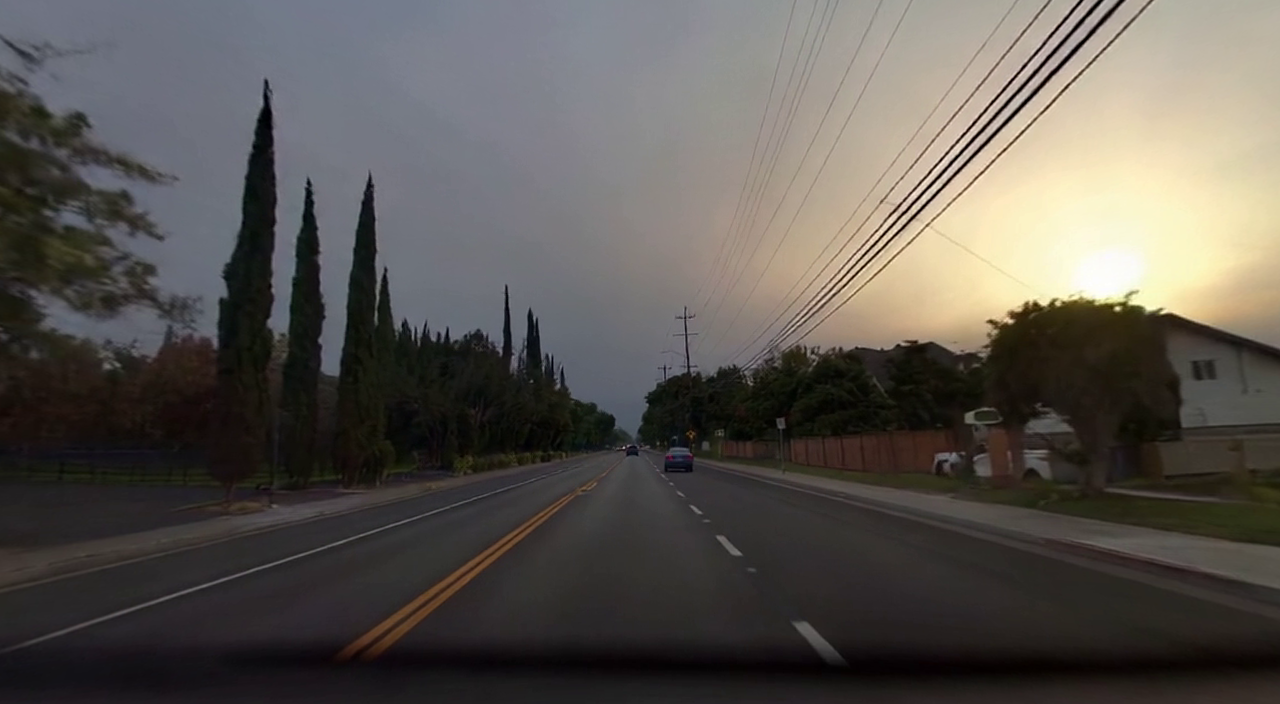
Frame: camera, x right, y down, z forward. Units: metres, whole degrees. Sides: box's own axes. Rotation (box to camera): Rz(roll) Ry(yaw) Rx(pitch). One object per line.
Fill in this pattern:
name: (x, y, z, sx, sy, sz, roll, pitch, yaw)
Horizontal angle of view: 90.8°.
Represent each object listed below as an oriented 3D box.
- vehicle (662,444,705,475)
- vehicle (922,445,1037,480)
vehicle: (2.228, 5.613, 33.082, 1.975, 1.497, 3.647, 0, -9, 0)
vehicle: (14.526, 4.730, 27.181, 3.838, 1.405, 1.992, 1, -9, -6)
